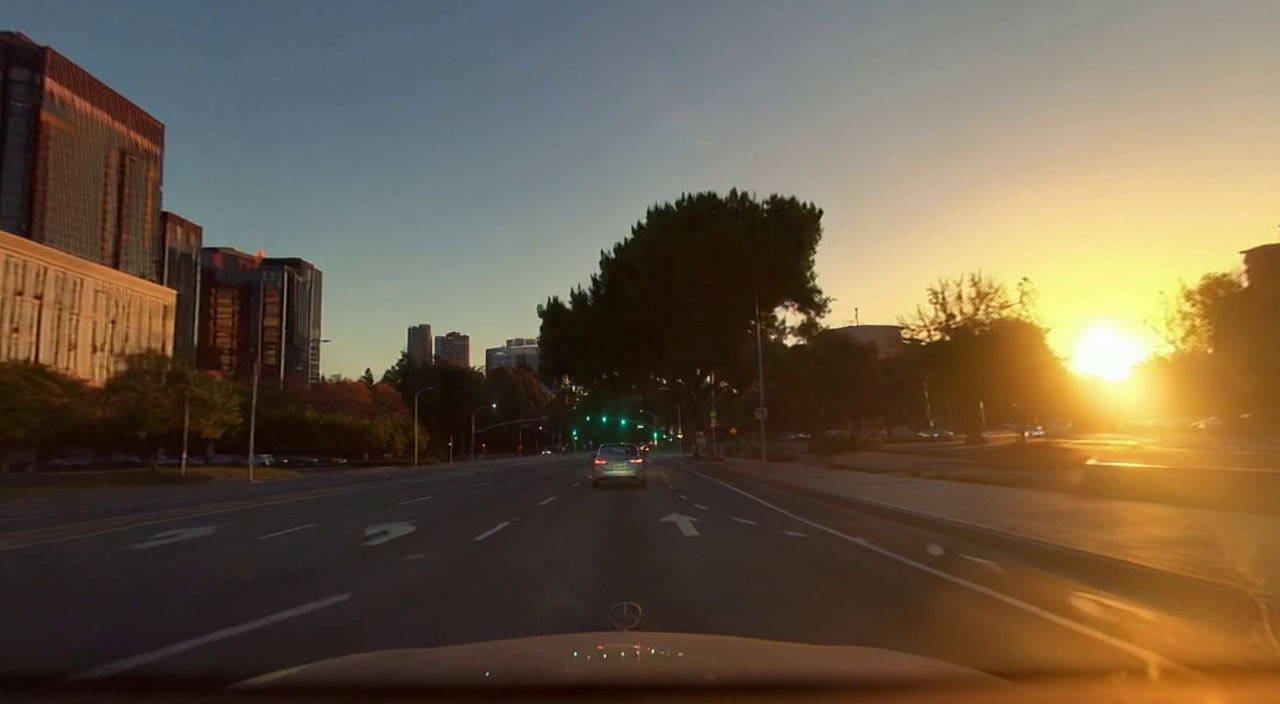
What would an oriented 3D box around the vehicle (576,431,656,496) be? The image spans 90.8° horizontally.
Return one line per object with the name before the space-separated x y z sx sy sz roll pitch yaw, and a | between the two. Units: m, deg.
vehicle | -0.649 3.277 18.891 2.130 1.711 4.038 0 -9 0
